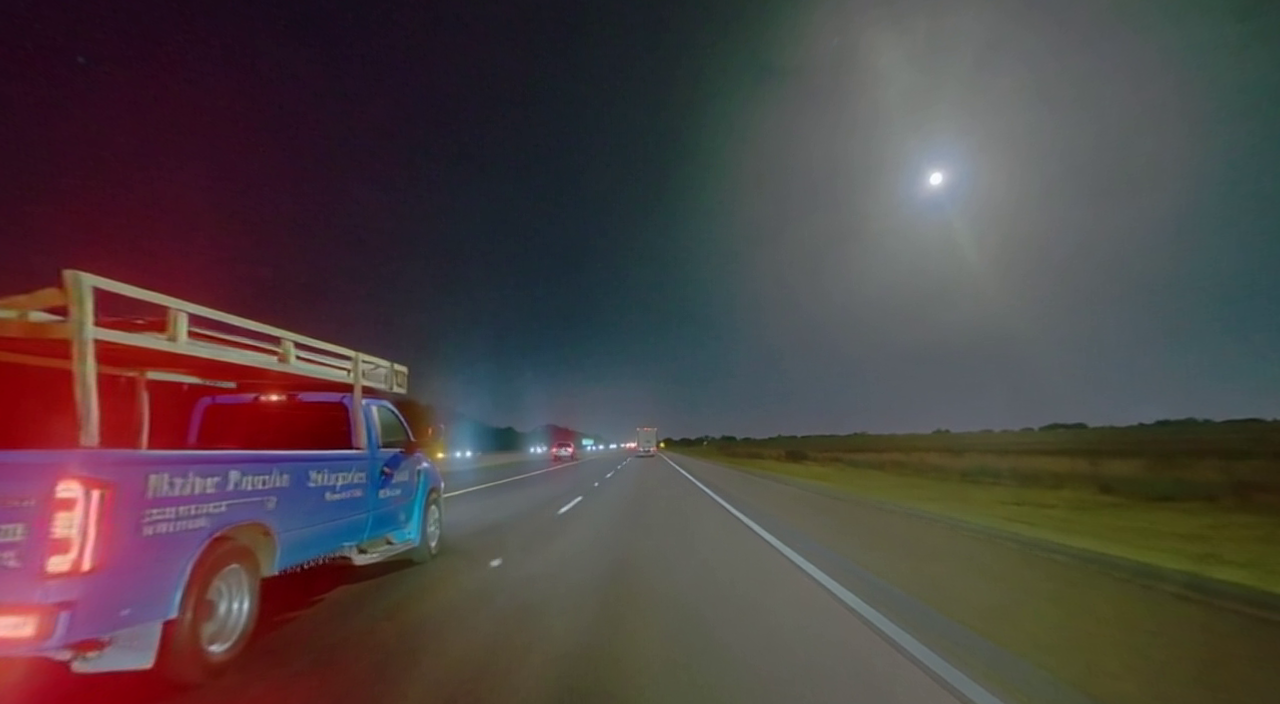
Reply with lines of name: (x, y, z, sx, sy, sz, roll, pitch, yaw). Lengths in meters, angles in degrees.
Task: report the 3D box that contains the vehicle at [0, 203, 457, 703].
vehicle: (-3.773, 0.962, 4.629, 2.791, 2.330, 6.725, -1, -8, 0)
